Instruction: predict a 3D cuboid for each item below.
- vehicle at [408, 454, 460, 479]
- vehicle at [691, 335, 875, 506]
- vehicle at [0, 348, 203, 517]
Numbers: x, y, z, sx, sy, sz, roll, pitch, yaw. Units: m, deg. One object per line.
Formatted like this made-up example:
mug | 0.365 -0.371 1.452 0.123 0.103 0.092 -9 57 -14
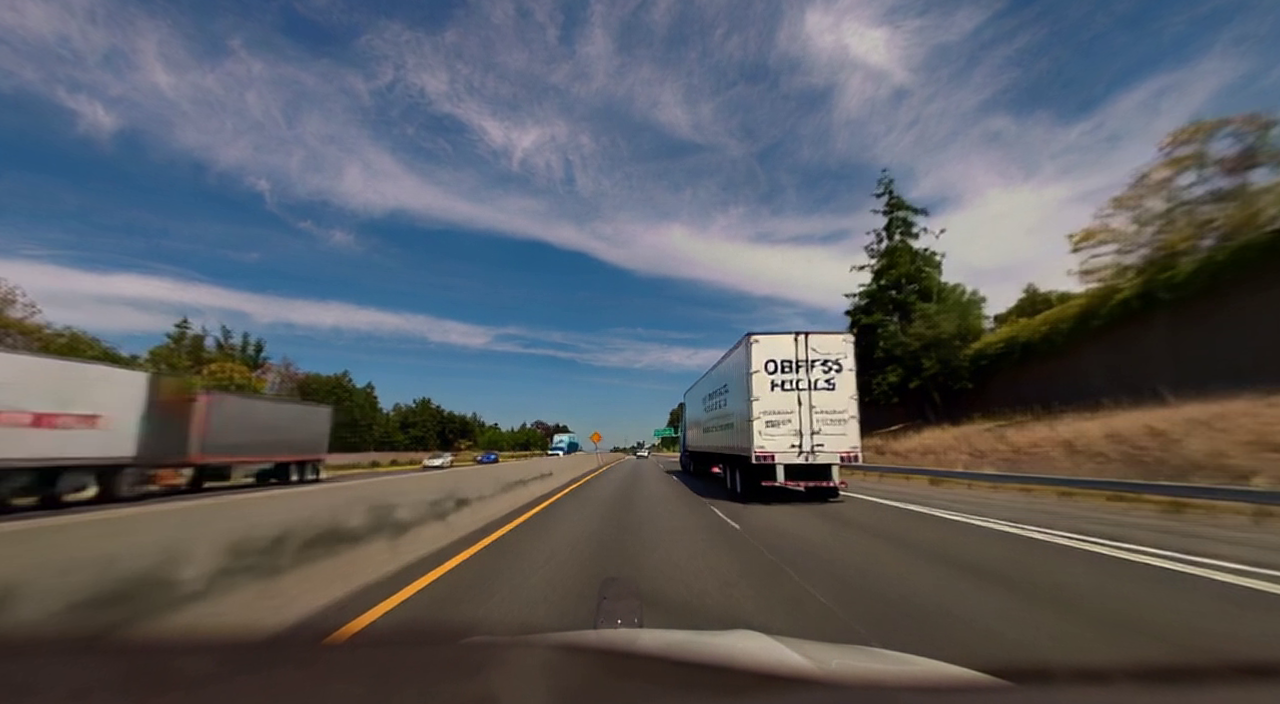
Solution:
vehicle | -12.695 7.077 39.023 1.831 1.460 4.183 0 -9 0
vehicle | 3.914 2.690 21.907 2.926 4.060 14.068 0 -9 -1
vehicle | -17.056 1.958 15.264 2.807 4.089 13.887 0 -9 0
